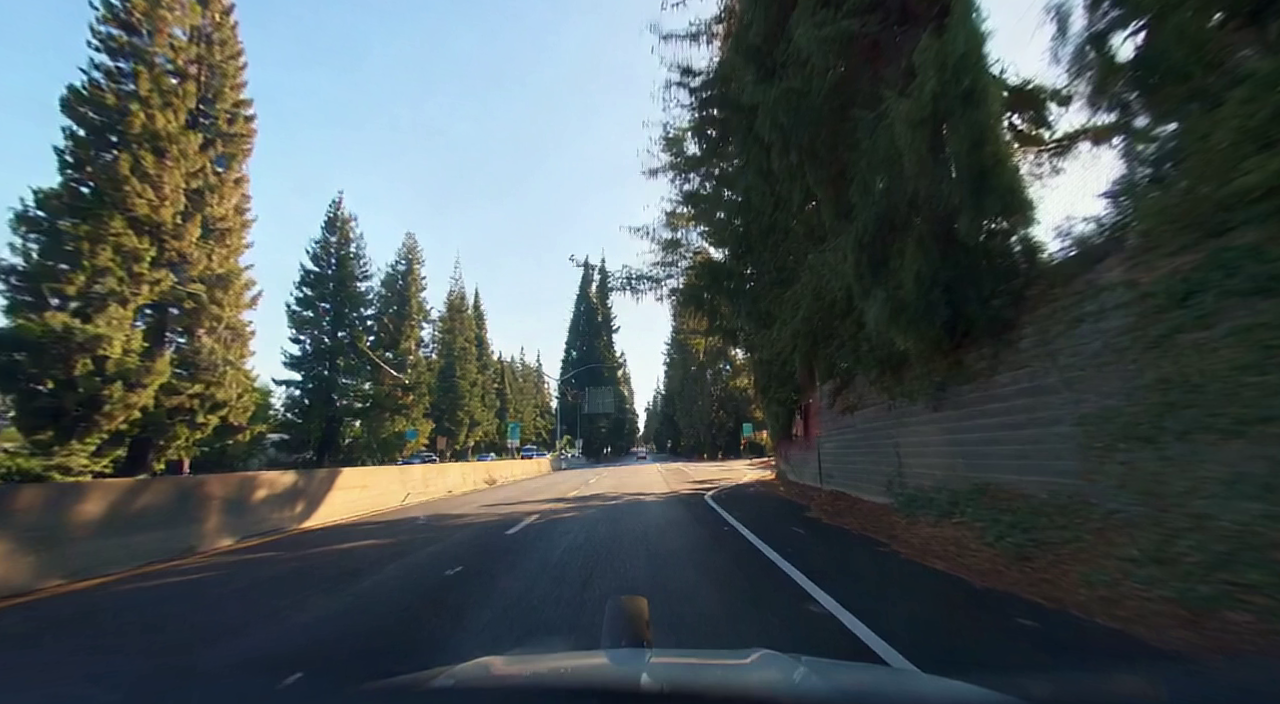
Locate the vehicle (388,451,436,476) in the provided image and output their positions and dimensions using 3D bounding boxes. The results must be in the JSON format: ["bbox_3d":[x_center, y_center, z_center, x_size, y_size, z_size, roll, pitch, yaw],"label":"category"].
[{"bbox_3d":[-17.799,8.689,49.472,1.975,1.815,4.629,0,-8,1],"label":"vehicle"}]
